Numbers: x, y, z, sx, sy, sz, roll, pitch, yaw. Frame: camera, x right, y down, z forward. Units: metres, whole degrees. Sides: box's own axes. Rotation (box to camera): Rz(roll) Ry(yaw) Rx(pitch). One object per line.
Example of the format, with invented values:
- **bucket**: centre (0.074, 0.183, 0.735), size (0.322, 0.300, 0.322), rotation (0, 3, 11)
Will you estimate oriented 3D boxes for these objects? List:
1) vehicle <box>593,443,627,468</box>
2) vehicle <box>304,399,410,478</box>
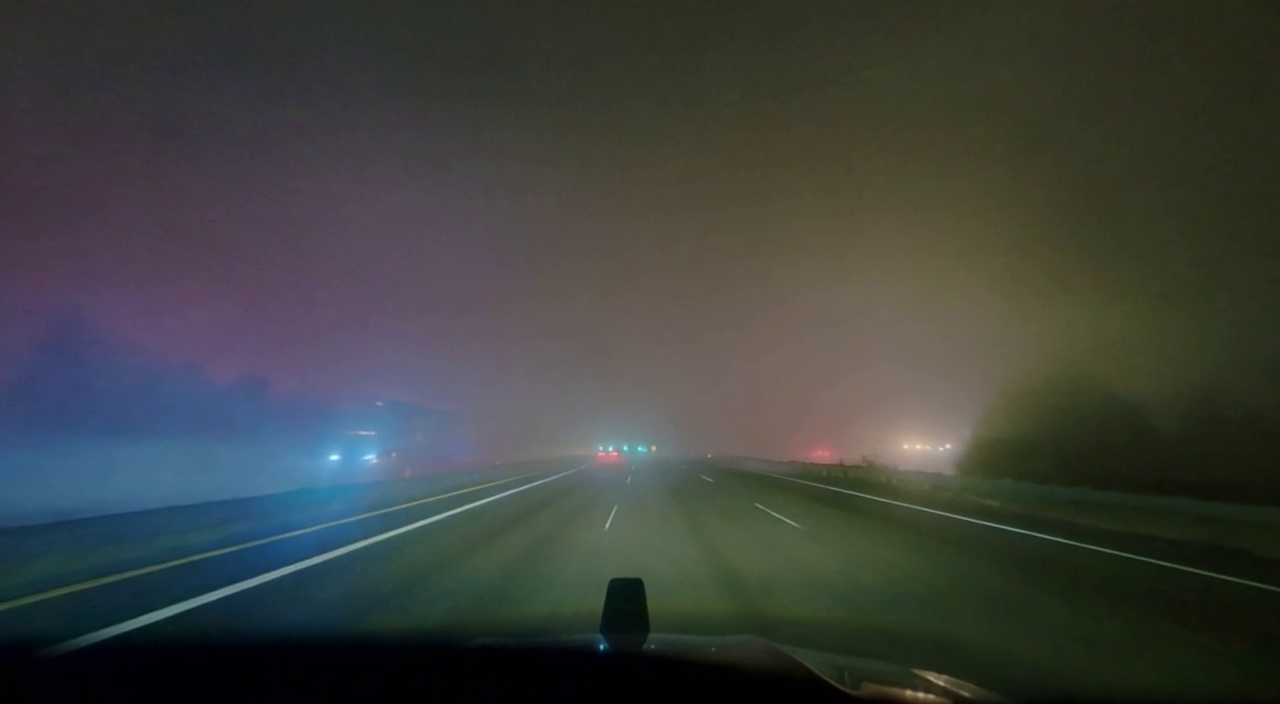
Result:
- **vehicle**: centre (-1.973, 6.926, 42.347), size (2.050, 1.530, 4.144), rotation (0, -8, 0)
- **vehicle**: centre (-15.384, 4.765, 34.806), size (3.041, 3.945, 5.899), rotation (0, -8, 0)
